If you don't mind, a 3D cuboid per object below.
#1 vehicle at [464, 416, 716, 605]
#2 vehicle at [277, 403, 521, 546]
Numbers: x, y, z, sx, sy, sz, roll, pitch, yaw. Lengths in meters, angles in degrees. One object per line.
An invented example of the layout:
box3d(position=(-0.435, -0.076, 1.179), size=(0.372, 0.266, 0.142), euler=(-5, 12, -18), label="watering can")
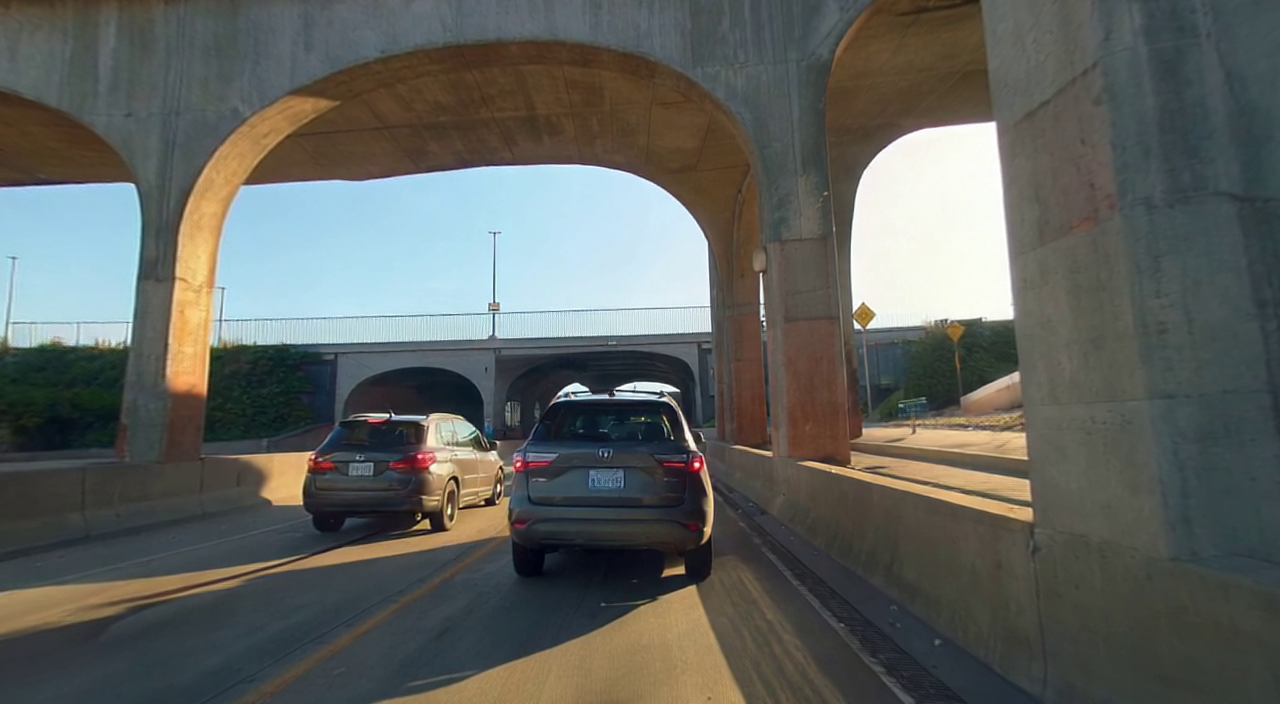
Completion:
box3d(position=(-0.286, 1.569, 7.143), size=(2.020, 1.478, 4.092), euler=(-1, -8, 3), label="vehicle")
box3d(position=(-3.444, 1.861, 10.199), size=(2.017, 1.761, 4.572), euler=(-1, -8, 2), label="vehicle")
